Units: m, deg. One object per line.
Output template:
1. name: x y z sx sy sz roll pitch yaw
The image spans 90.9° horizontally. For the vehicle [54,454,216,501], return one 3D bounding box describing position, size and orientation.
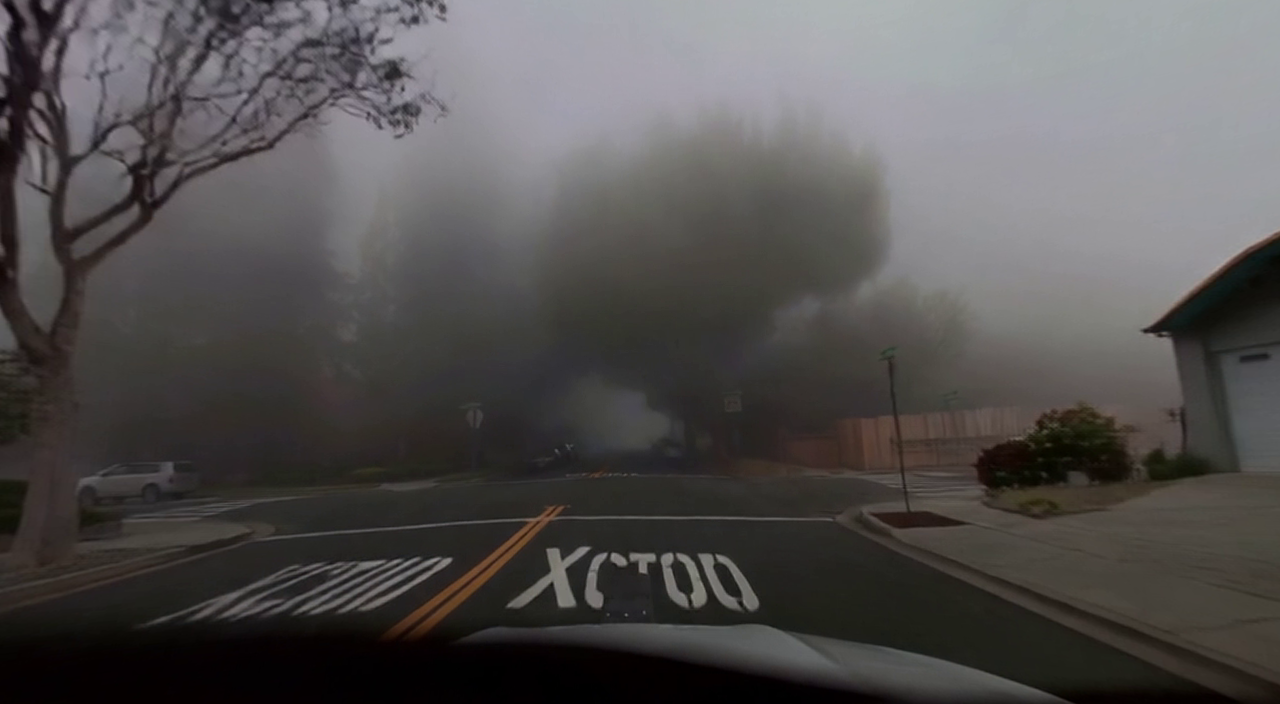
1. vehicle: -18.966 4.699 23.864 4.334 1.632 1.996 0 -8 -1
